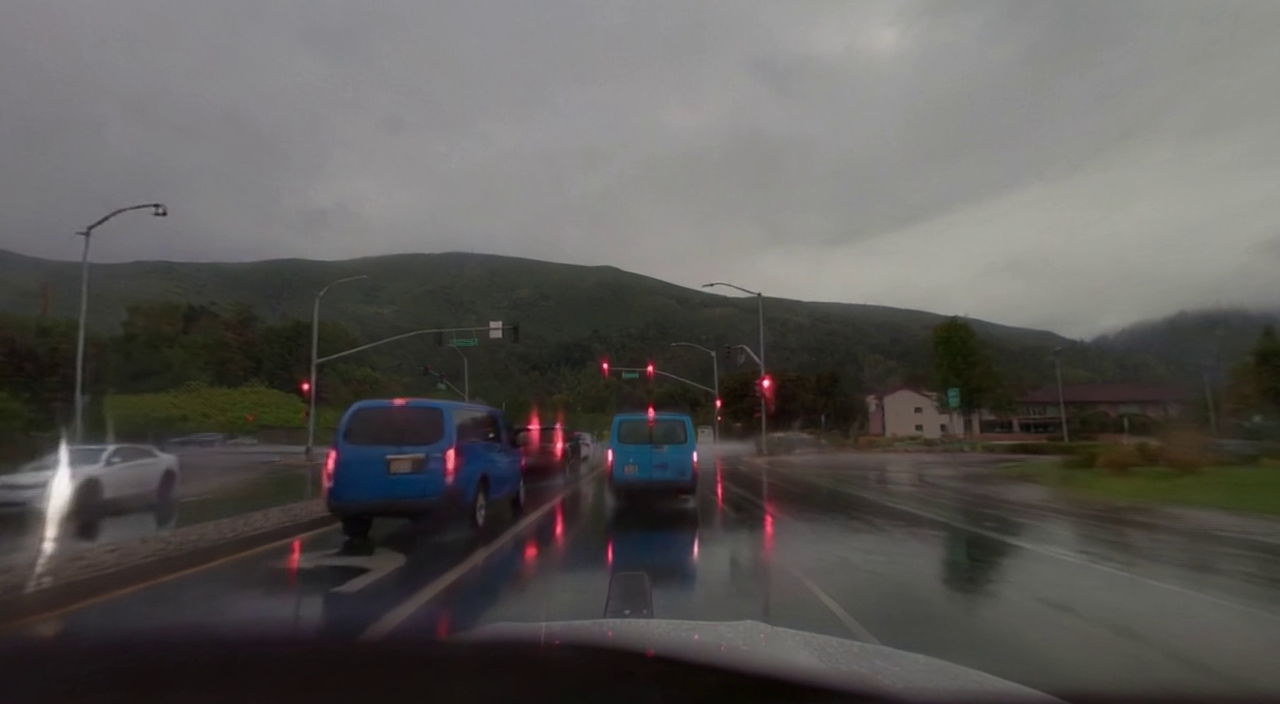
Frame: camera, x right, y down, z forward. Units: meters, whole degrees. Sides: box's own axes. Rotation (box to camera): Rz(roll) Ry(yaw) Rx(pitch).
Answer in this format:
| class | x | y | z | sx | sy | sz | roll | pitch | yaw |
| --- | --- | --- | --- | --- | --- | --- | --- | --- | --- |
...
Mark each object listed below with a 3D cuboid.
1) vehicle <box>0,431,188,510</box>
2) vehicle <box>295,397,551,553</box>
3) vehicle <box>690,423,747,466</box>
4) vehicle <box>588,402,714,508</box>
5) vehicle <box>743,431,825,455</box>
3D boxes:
| class | x | y | z | sx | sy | sz | roll | pitch | yaw |
| --- | --- | --- | --- | --- | --- | --- | --- | --- | --- |
| vehicle | -14.431 | 3.034 | 16.685 | 2.053 | 1.754 | 4.717 | 1 | -8 | -10 |
| vehicle | -2.836 | 1.747 | 9.600 | 2.131 | 1.783 | 4.540 | 0 | -8 | 2 |
| vehicle | 3.190 | 3.857 | 26.297 | 1.817 | 1.662 | 3.843 | 0 | -8 | -1 |
| vehicle | 0.208 | 2.110 | 13.203 | 2.185 | 1.822 | 4.391 | 0 | -8 | 1 |
| vehicle | 9.050 | 5.752 | 39.882 | 4.696 | 1.461 | 1.810 | 0 | -8 | 0 |
